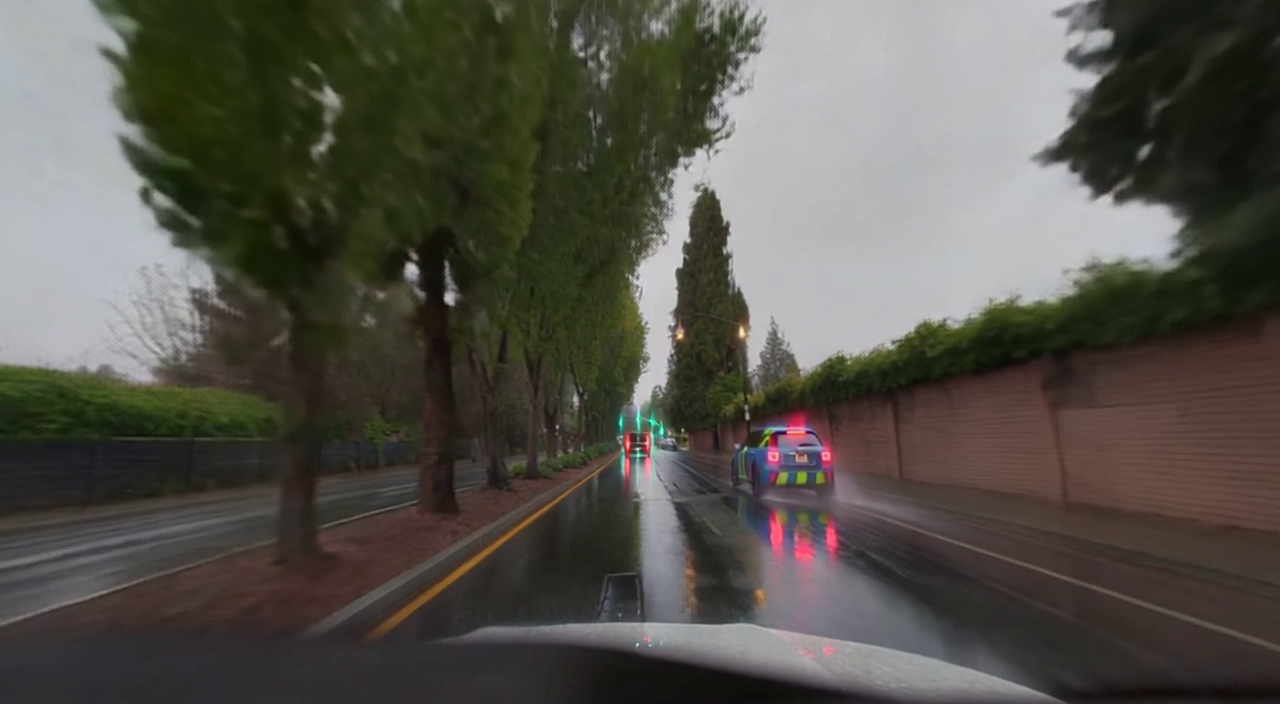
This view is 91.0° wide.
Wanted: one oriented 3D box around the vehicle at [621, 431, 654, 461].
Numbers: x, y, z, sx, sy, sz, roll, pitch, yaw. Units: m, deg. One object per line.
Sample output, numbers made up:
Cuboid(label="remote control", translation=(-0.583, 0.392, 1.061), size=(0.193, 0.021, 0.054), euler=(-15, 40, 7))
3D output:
Cuboid(label="vehicle", translation=(-0.179, 5.985, 40.038), size=(1.984, 1.777, 3.148), euler=(0, -9, -1))

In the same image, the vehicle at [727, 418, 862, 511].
Cuboid(label="vehicle", translation=(3.155, 2.405, 13.803), size=(1.840, 1.709, 4.202), euler=(0, -9, -1))
